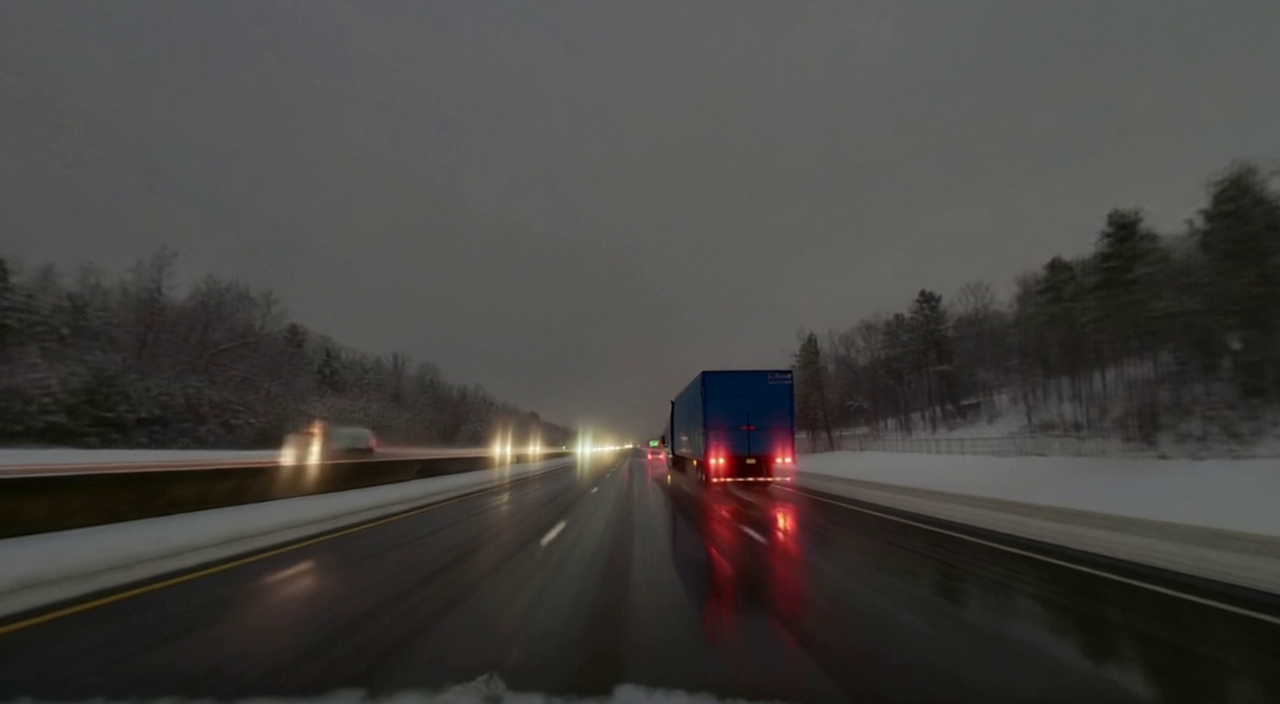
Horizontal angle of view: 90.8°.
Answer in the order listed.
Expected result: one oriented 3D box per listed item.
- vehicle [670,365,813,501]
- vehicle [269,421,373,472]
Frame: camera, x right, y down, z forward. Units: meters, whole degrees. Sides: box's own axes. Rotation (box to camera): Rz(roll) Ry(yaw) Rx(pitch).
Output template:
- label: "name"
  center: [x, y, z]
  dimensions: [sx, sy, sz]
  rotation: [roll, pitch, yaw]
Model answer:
- label: "vehicle"
  center: [3.508, 3.748, 27.667]
  dimensions: [3.462, 4.177, 16.311]
  rotation: [0, -9, 0]
- label: "vehicle"
  center: [-18.762, 5.649, 37.664]
  dimensions: [2.480, 2.709, 7.046]
  rotation: [0, -9, 0]
